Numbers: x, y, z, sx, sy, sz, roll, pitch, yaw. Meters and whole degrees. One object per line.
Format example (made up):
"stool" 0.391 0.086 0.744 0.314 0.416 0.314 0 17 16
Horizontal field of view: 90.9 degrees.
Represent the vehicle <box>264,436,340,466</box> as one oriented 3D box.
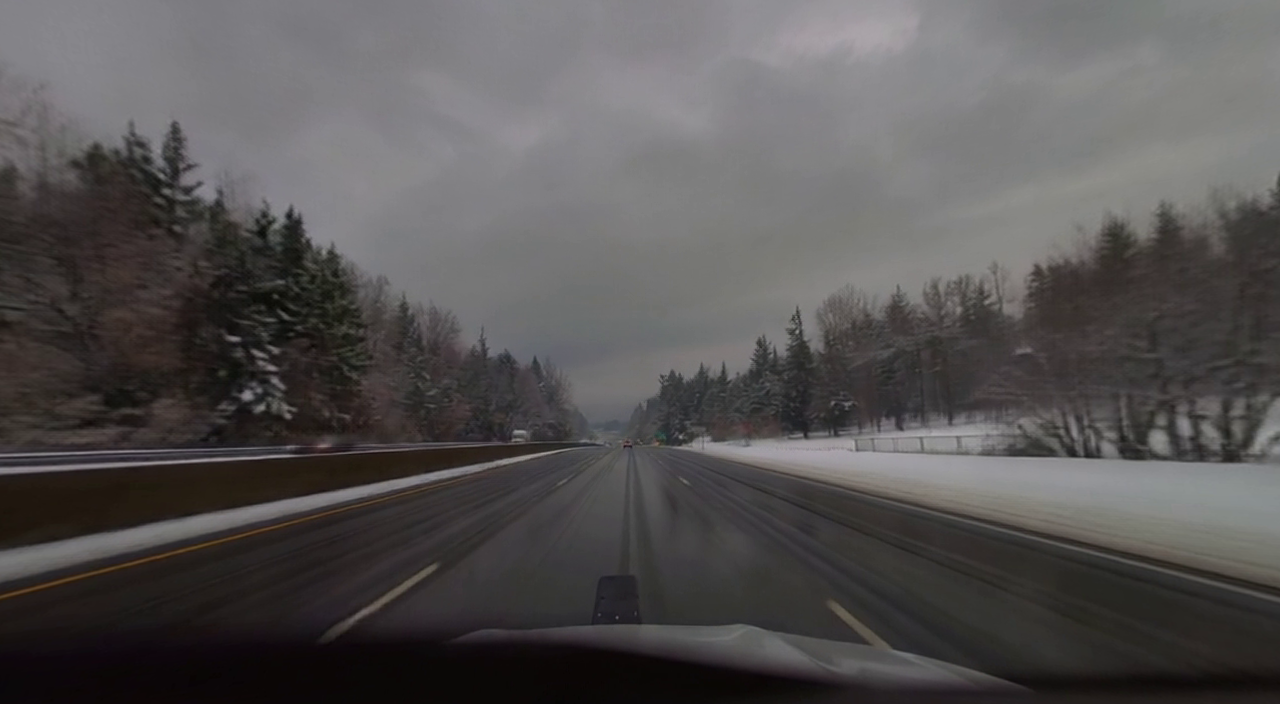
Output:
"vehicle" -17.065 4.983 32.012 1.763 1.421 3.824 0 -8 0
